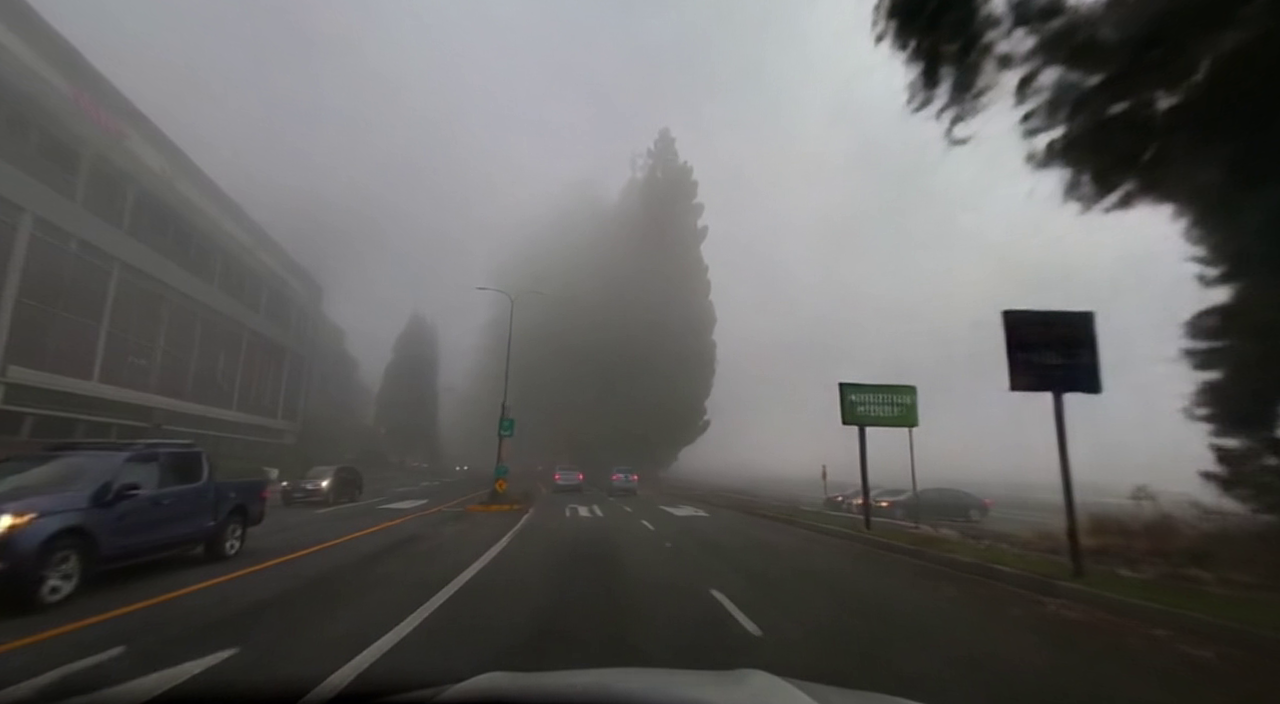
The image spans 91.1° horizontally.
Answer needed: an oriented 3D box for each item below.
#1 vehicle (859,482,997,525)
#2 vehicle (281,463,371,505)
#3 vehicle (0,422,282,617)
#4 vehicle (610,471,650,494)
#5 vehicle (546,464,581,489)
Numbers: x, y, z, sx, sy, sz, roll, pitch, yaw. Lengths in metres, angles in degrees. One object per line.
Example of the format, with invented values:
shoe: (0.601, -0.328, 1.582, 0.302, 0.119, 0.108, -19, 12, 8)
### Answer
vehicle: (10.801, 5.705, 23.790, 4.302, 1.456, 1.832, 1, -10, 1)
vehicle: (-12.067, 5.068, 24.419, 1.839, 1.456, 3.859, 2, -10, -6)
vehicle: (-6.632, 1.871, 7.810, 2.011, 1.701, 4.519, 2, -10, -6)
vehicle: (-0.584, 7.254, 35.032, 1.775, 1.186, 2.933, 2, -10, -10)
vehicle: (-5.027, 8.110, 41.137, 2.005, 1.498, 3.643, 3, -10, -10)
